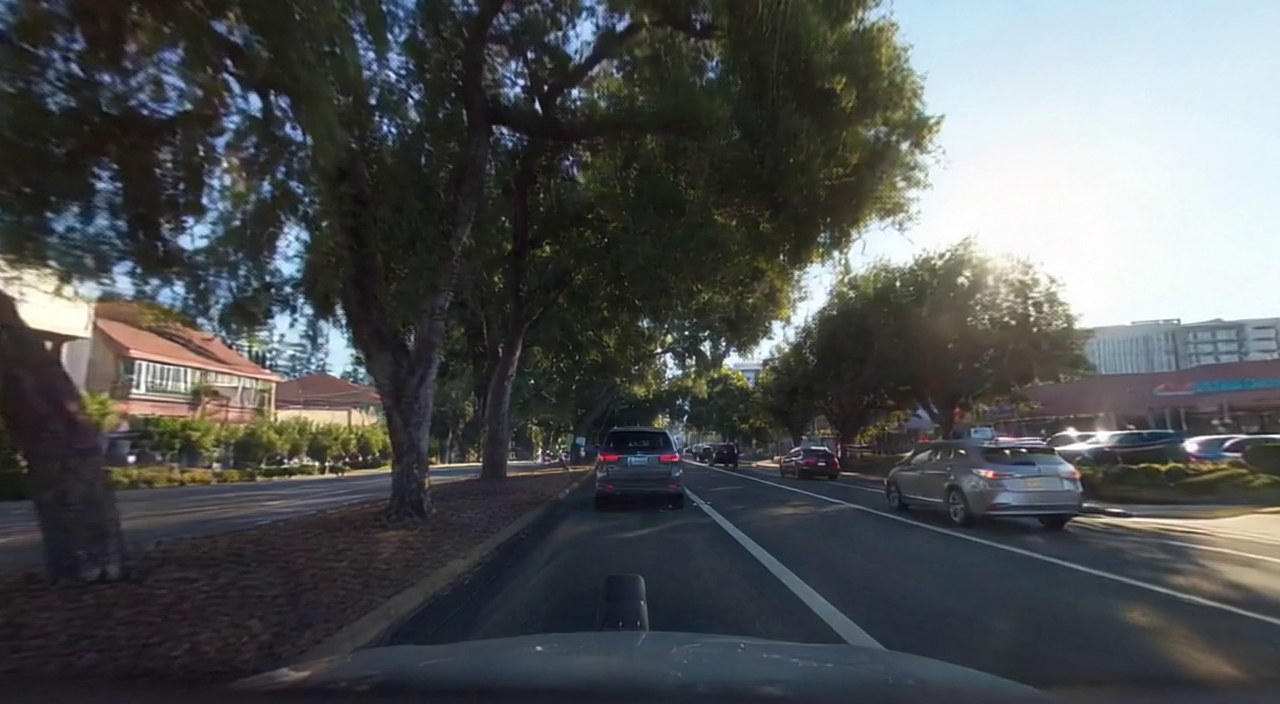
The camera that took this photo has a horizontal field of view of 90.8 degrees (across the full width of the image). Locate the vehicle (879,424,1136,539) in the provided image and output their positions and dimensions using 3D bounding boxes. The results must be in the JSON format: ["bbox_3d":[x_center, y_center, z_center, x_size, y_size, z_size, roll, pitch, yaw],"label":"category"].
[{"bbox_3d":[6.373,2.279,11.754,2.056,1.703,4.428,0,-9,0],"label":"vehicle"}]

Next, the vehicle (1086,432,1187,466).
[{"bbox_3d":[27.841,5.467,35.601,1.967,1.803,4.305,0,-9,-4],"label":"vehicle"}]

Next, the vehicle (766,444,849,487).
[{"bbox_3d":[6.538,4.478,25.252,2.035,1.553,4.465,0,-9,-1],"label":"vehicle"}]

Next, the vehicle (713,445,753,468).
[{"bbox_3d":[6.490,7.361,44.540,1.914,1.523,4.287,0,-9,-3],"label":"vehicle"}]

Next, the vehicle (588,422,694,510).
[{"bbox_3d":[0.009,2.797,15.908,2.320,1.880,4.192,0,-9,0],"label":"vehicle"}]

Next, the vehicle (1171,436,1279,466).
[{"bbox_3d":[33.267,5.590,35.840,1.959,1.580,4.873,0,-9,0],"label":"vehicle"}]
